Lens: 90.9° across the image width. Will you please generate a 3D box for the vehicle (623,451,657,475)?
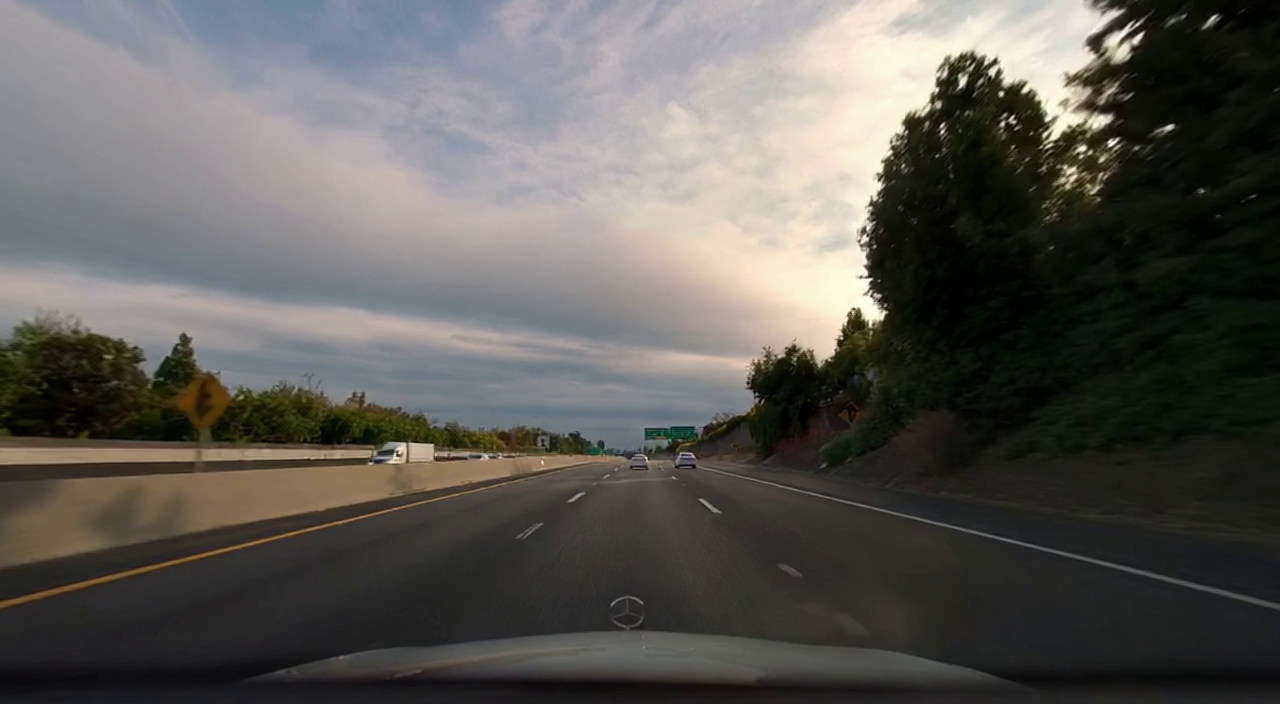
[{"bbox_3d":[-0.052,7.045,40.175,2.065,1.400,4.028,0,-9,-2],"label":"vehicle"}]
